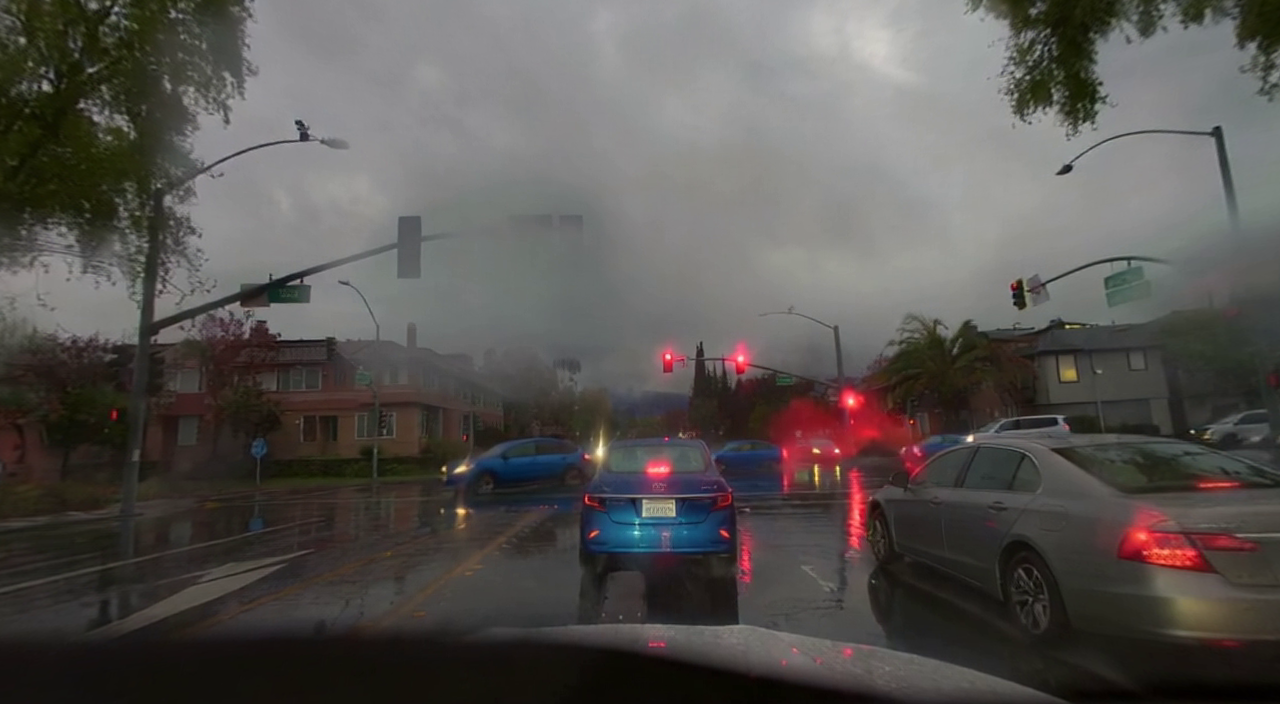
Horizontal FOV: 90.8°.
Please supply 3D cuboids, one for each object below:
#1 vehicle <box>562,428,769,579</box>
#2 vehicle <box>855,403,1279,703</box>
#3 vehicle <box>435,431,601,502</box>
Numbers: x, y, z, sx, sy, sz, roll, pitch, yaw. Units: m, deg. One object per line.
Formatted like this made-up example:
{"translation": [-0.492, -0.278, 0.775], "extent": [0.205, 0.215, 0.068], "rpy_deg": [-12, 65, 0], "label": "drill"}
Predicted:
{"translation": [0.289, 1.819, 8.333], "extent": [2.090, 1.505, 3.756], "rpy_deg": [-1, -9, 1], "label": "vehicle"}
{"translation": [3.640, 1.340, 5.437], "extent": [1.888, 1.486, 4.681], "rpy_deg": [0, -9, -1], "label": "vehicle"}
{"translation": [-3.455, 3.329, 18.875], "extent": [1.988, 1.799, 4.789], "rpy_deg": [-6, -10, 35], "label": "vehicle"}
